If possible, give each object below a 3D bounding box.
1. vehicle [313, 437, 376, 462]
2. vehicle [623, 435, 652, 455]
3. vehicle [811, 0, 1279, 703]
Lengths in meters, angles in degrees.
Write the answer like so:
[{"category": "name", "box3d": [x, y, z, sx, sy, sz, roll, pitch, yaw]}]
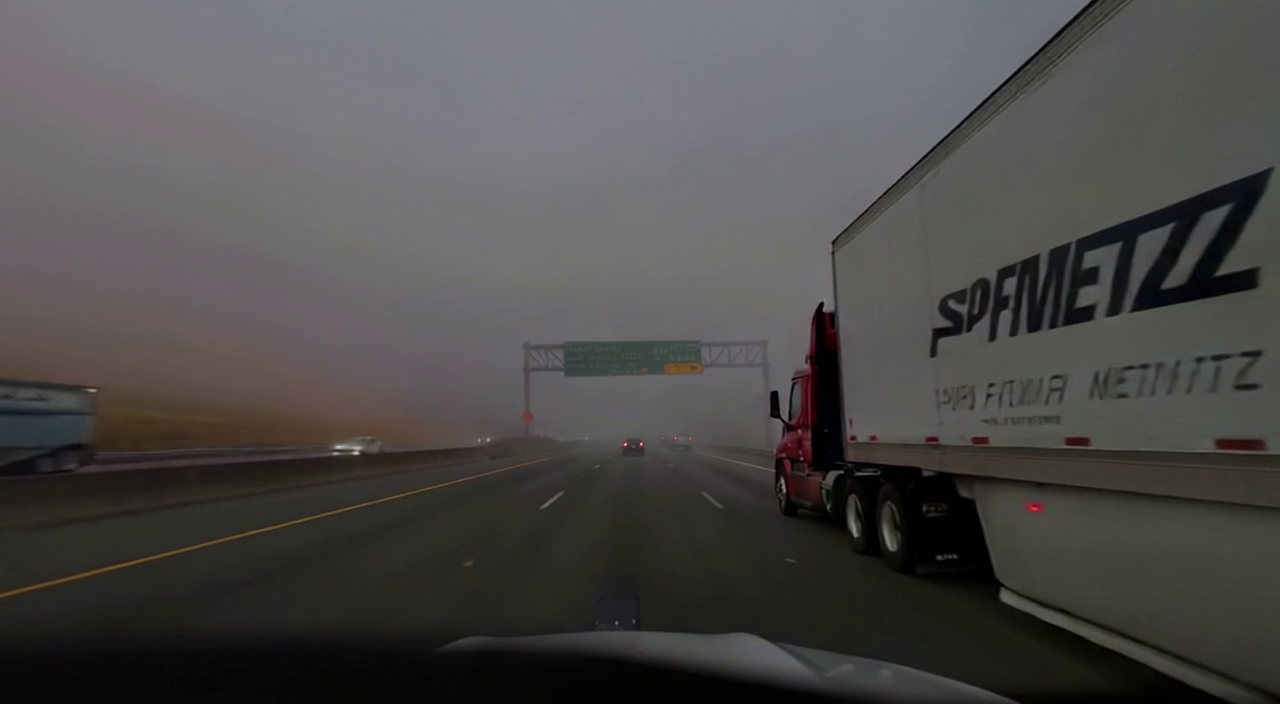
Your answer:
[{"category": "vehicle", "box3d": [-18.656, 6.149, 40.013, 1.885, 1.505, 4.271, 0, -8, 1]}, {"category": "vehicle", "box3d": [-0.178, 7.214, 48.874, 2.140, 1.475, 3.969, 0, -8, 0]}, {"category": "vehicle", "box3d": [3.760, -0.640, 0.345, 2.976, 4.077, 14.571, 0, -8, -1]}]
